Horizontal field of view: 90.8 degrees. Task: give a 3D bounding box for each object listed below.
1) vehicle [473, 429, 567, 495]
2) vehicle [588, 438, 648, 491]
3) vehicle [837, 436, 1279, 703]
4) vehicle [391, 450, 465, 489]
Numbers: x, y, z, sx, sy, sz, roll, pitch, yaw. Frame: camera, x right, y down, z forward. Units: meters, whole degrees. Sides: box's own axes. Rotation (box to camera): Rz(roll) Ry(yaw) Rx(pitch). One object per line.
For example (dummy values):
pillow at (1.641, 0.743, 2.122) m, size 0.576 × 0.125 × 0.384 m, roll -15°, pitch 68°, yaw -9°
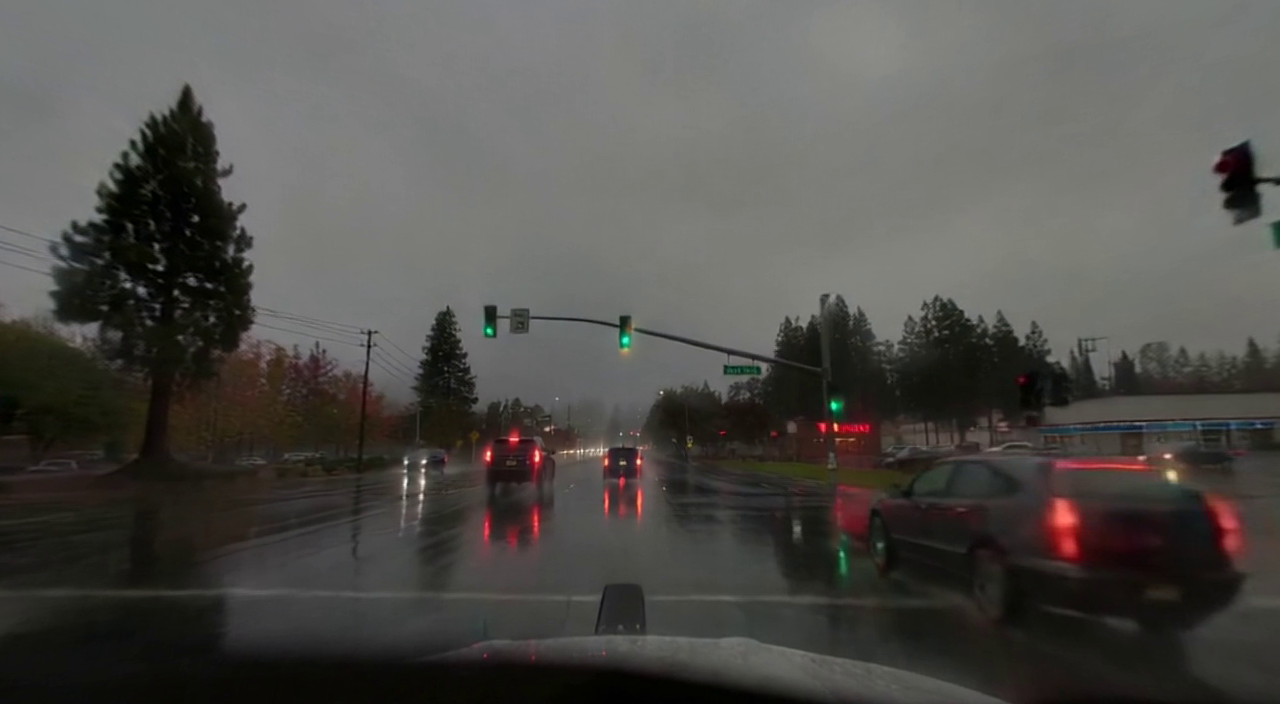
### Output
vehicle at (-4.024, 3.826, 22.330) m, size 2.252 × 1.999 × 5.605 m, roll 0°, pitch -9°, yaw 0°
vehicle at (-0.775, 4.189, 23.872) m, size 2.061 × 1.809 × 4.141 m, roll 0°, pitch -9°, yaw -1°
vehicle at (3.635, 1.538, 5.717) m, size 2.207 × 1.447 × 4.418 m, roll 0°, pitch -9°, yaw -1°
vehicle at (-9.302, 5.142, 28.095) m, size 1.867 × 1.427 × 4.371 m, roll -3°, pitch -8°, yaw -1°
